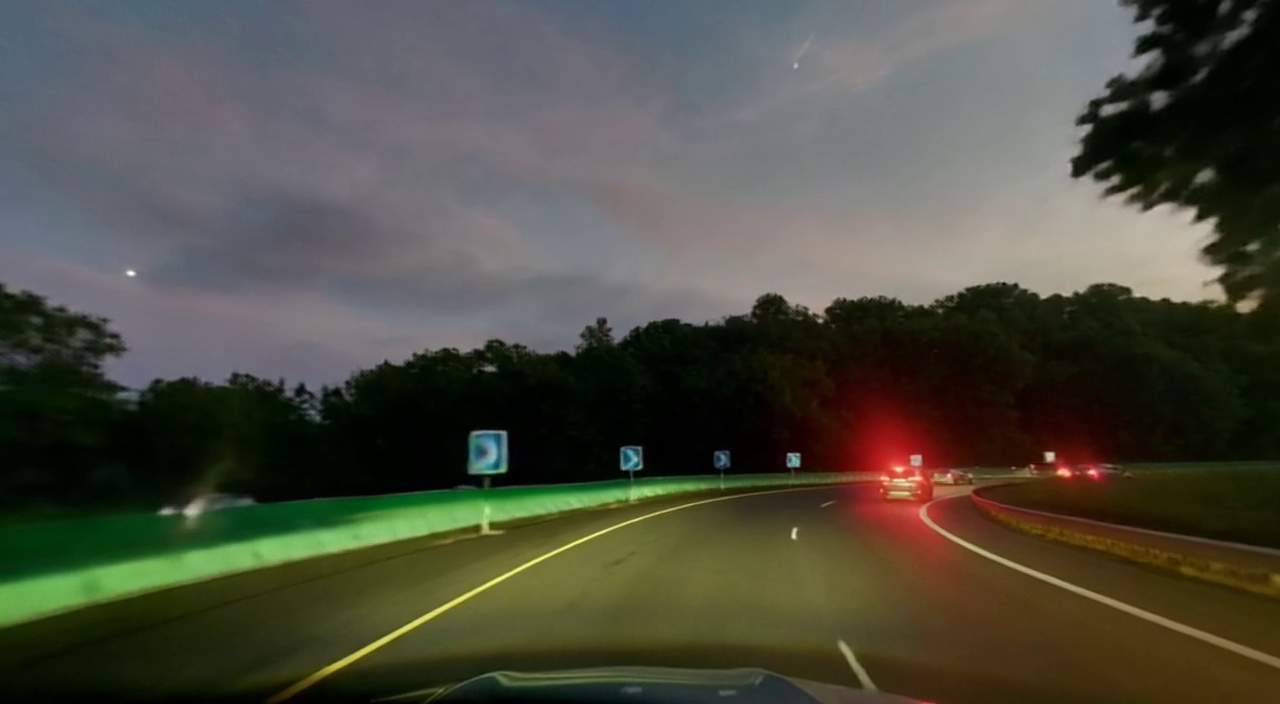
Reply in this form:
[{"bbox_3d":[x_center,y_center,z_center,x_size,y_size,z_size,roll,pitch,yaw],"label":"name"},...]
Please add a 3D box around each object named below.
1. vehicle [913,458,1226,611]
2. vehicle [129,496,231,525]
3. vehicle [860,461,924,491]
[{"bbox_3d":[5.600,2.370,9.046,2.023,1.593,4.105,-1,-10,8],"label":"vehicle"},{"bbox_3d":[-30.024,10.343,41.326,5.016,1.655,1.850,6,-11,-26],"label":"vehicle"},{"bbox_3d":[13.748,6.746,34.267,1.992,1.503,3.793,-8,-14,40],"label":"vehicle"}]
